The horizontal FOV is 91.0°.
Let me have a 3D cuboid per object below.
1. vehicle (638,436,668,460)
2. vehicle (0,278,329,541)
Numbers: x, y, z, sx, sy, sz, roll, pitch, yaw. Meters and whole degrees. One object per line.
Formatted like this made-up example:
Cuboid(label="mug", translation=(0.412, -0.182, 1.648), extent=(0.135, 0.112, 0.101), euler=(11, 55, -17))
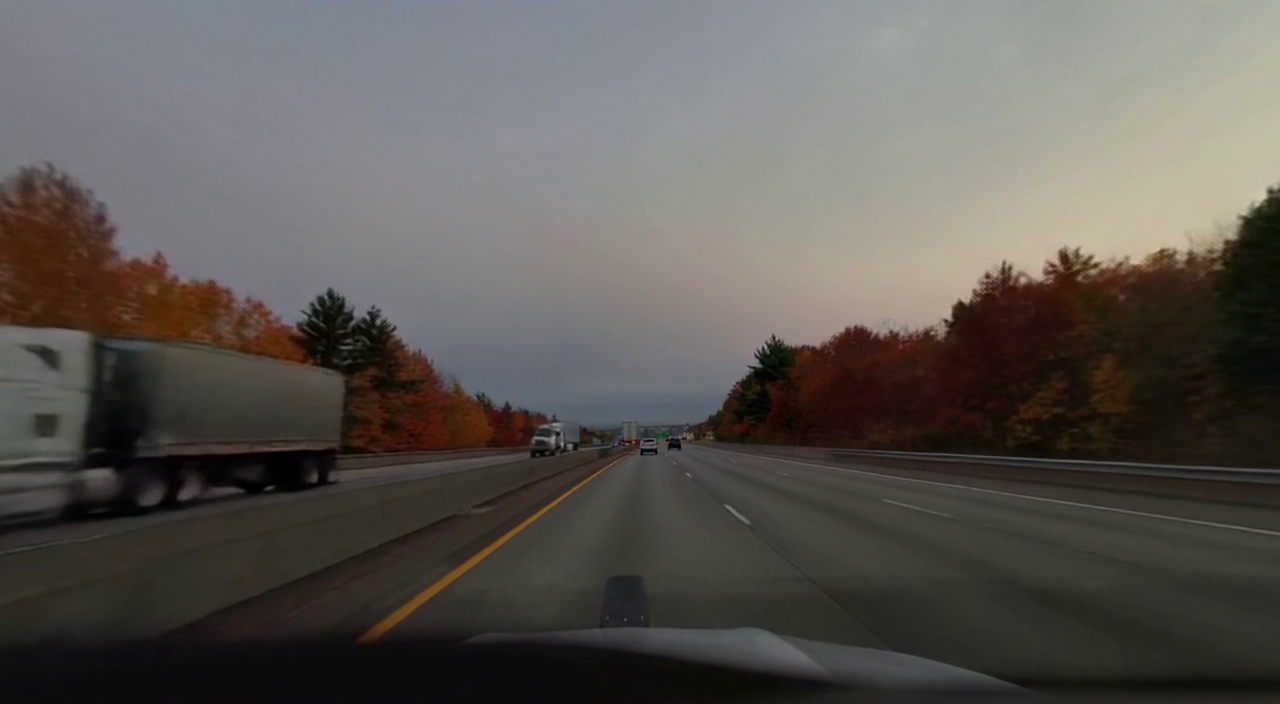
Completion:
Cuboid(label="vehicle", translation=(0.845, 6.407, 42.111), extent=(1.924, 1.498, 3.817), euler=(0, -8, 1))
Cuboid(label="vehicle", translation=(-11.668, 1.502, 14.034), extent=(2.982, 4.126, 12.745), euler=(0, -8, 0))
